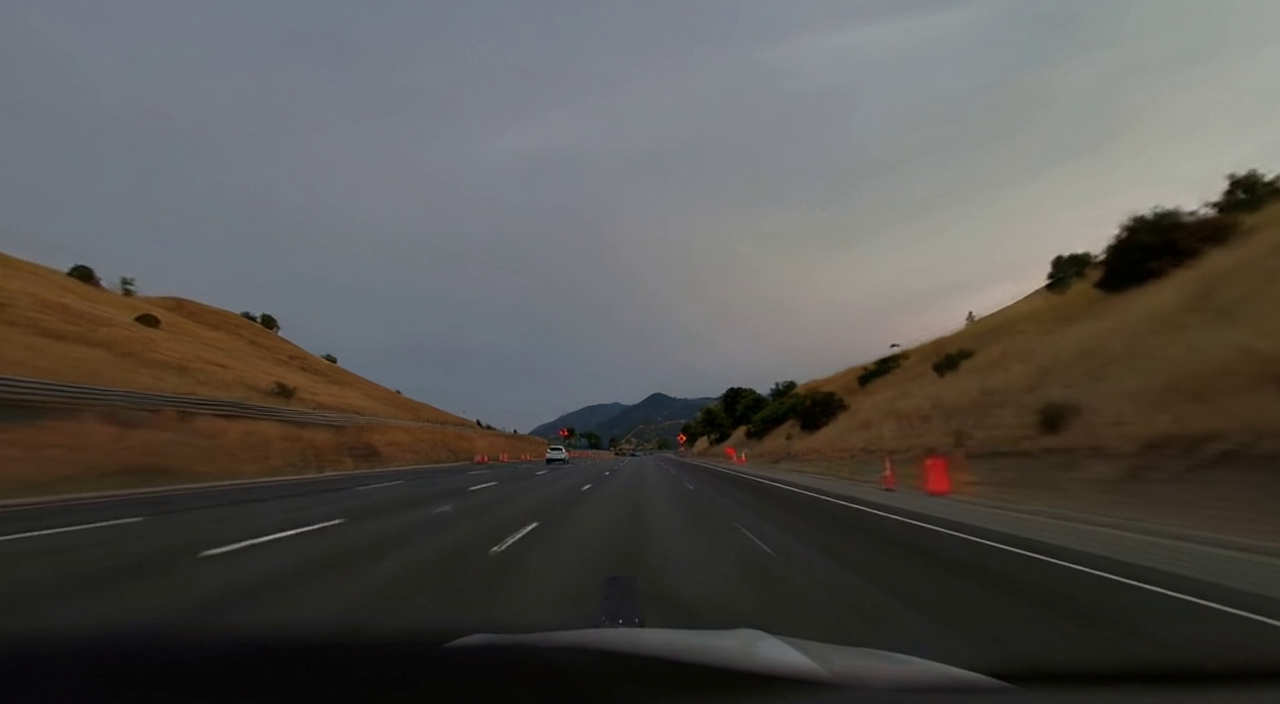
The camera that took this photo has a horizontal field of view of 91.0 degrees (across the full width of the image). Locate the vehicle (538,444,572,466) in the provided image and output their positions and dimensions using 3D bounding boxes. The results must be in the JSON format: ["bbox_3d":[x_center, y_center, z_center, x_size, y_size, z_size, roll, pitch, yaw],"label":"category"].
[{"bbox_3d":[-6.663,8.120,49.738,2.042,1.585,4.162,0,-9,0],"label":"vehicle"}]
